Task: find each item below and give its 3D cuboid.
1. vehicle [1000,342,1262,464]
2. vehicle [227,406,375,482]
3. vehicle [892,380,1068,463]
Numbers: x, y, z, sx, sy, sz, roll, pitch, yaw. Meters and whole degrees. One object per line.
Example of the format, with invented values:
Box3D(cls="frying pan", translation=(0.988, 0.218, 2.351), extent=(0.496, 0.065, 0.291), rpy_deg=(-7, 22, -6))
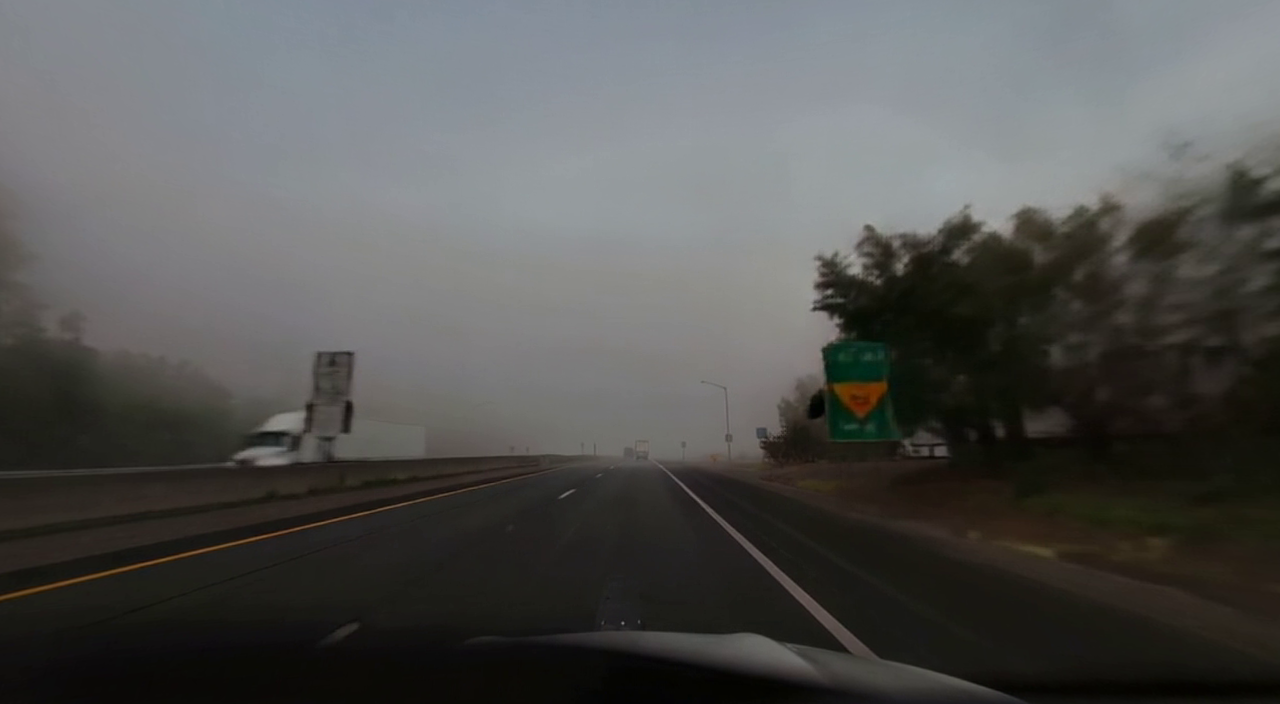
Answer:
Box3D(cls="vehicle", translation=(19.213, 2.419, 25.880), extent=(2.763, 4.126, 9.013), rpy_deg=(1, -9, -5))
Box3D(cls="vehicle", translation=(-18.614, 5.276, 35.711), extent=(2.900, 3.682, 9.791), rpy_deg=(0, -9, 0))
Box3D(cls="vehicle", translation=(18.284, 4.115, 35.266), extent=(3.038, 3.945, 10.598), rpy_deg=(1, -9, -6))
